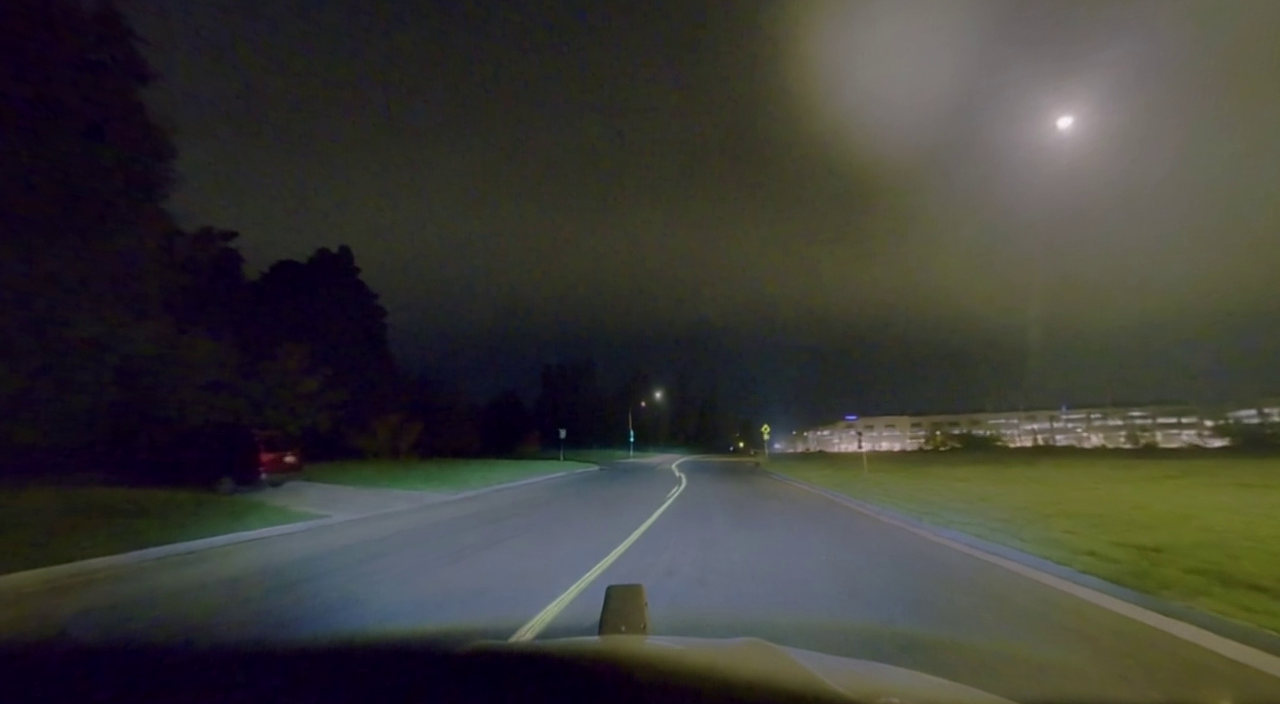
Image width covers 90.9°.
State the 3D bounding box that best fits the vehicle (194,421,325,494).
[{"bbox_3d":[-10.868,3.120,18.486,2.244,1.796,5.170,5,-11,-20],"label":"vehicle"}]

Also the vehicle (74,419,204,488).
[{"bbox_3d":[-14.451,2.941,18.499,2.192,1.740,4.521,5,-10,-29],"label":"vehicle"}]
